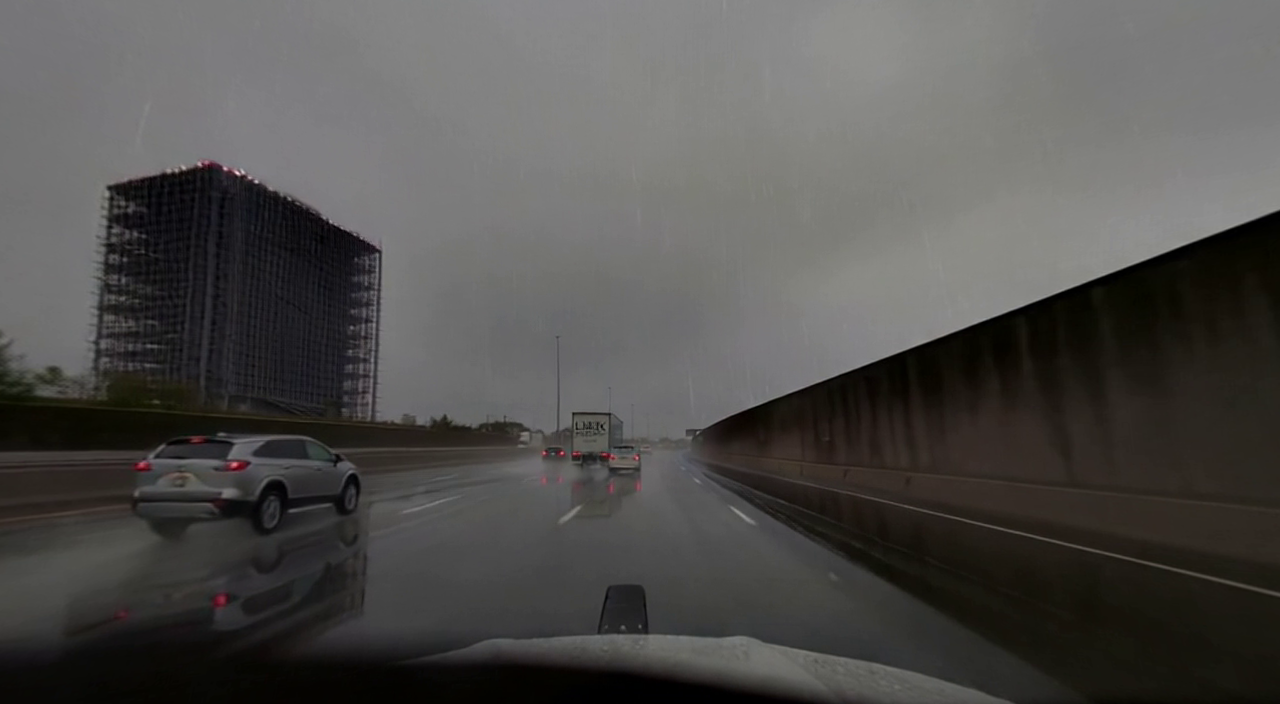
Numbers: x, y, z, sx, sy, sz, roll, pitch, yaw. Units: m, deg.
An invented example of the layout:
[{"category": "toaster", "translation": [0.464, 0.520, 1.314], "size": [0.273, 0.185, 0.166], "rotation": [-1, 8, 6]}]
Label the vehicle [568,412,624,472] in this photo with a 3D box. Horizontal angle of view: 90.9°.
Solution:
[{"category": "vehicle", "translation": [-2.646, 5.887, 40.827], "size": [2.794, 3.460, 8.595], "rotation": [0, -9, 1]}]

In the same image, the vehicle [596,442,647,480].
[{"category": "vehicle", "translation": [-0.815, 4.897, 28.483], "size": [2.168, 1.597, 3.615], "rotation": [0, -9, -1]}]

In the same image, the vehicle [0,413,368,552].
[{"category": "vehicle", "translation": [-6.999, 2.067, 10.675], "size": [2.401, 1.759, 5.126], "rotation": [0, -9, 1]}]

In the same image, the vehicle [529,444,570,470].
[{"category": "vehicle", "translation": [-6.256, 7.338, 44.283], "size": [2.124, 1.674, 4.541], "rotation": [0, -9, 1]}]
